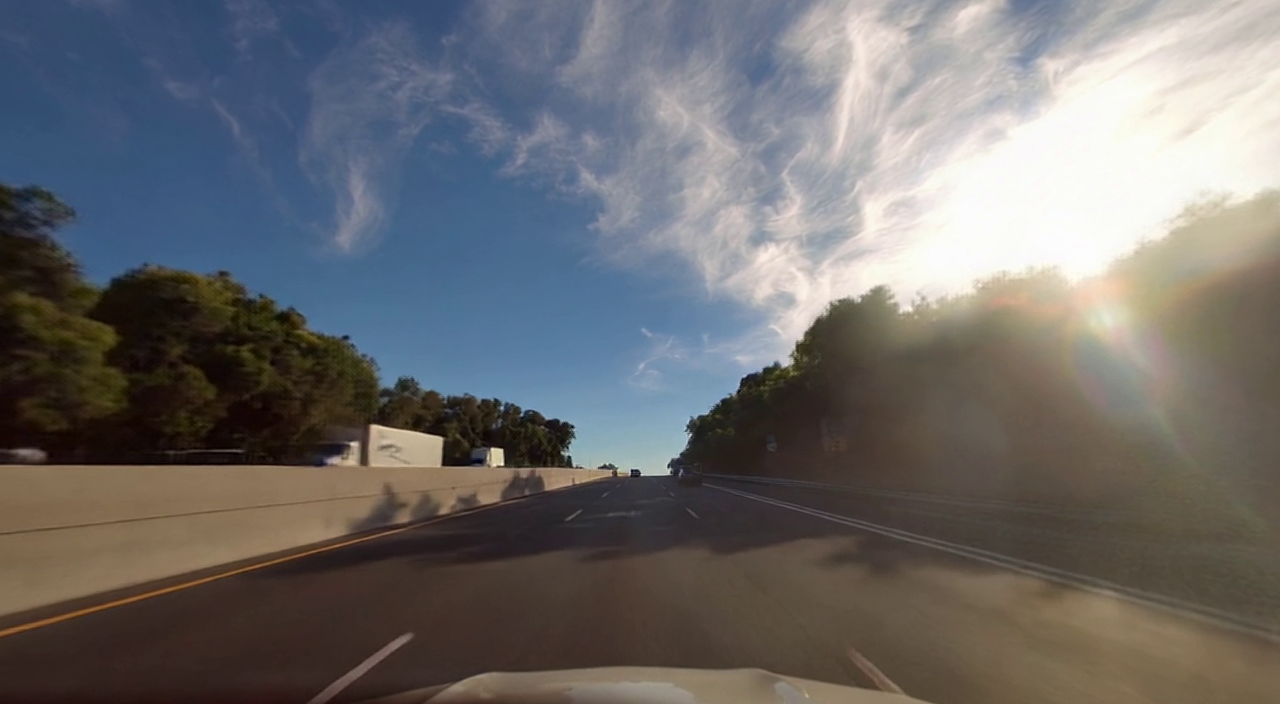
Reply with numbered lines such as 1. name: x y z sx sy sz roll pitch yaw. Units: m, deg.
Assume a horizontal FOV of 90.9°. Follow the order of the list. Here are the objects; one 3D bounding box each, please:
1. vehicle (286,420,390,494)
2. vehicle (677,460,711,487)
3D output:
1. vehicle: -17.769 6.270 37.622 3.019 3.988 5.836 1 -10 1
2. vehicle: 4.027 9.232 47.983 2.093 1.933 4.623 1 -10 -1
